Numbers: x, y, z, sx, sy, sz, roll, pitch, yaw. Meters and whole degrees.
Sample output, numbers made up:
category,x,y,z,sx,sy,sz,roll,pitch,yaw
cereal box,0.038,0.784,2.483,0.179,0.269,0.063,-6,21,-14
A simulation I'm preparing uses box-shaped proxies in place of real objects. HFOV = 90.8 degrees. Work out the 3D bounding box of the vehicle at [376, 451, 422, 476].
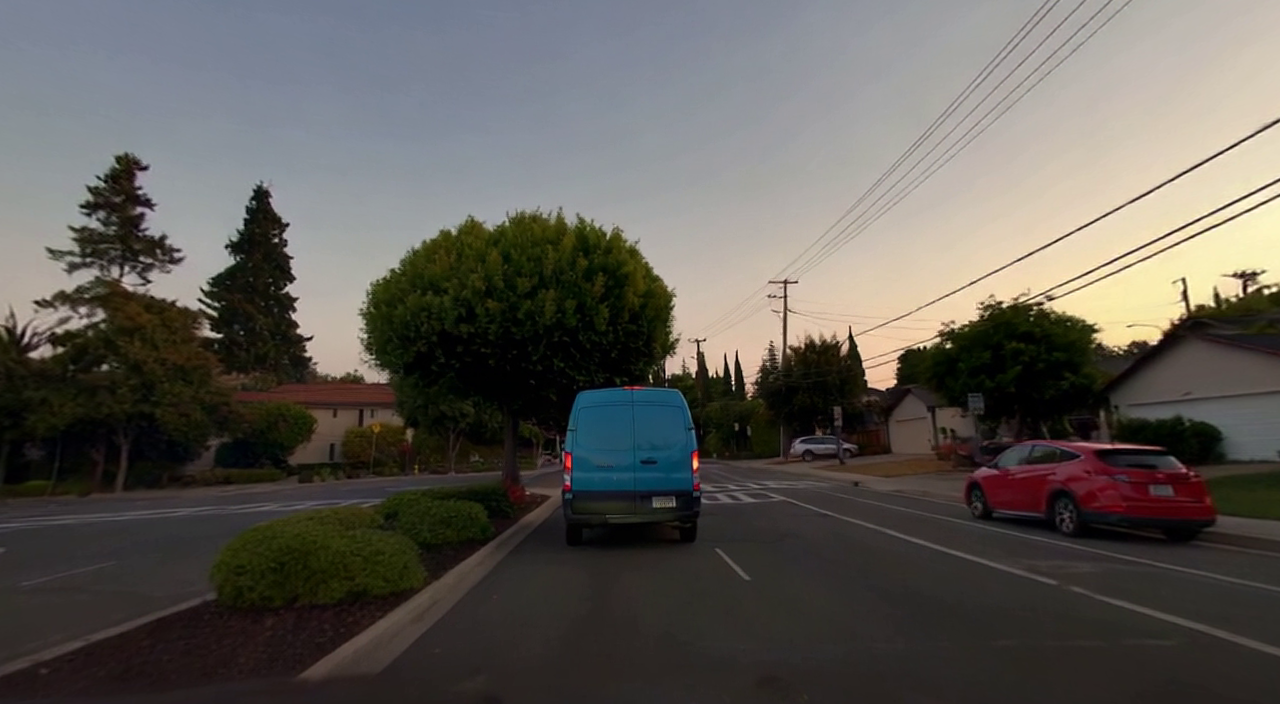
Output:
category,x,y,z,sx,sy,sz,roll,pitch,yaw
vehicle,-17.970,8.305,47.320,1.841,1.769,4.105,0,-9,-1

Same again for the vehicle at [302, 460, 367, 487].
category,x,y,z,sx,sy,sz,roll,pitch,yaw
vehicle,-18.392,7.292,38.250,1.816,1.445,4.120,0,-9,1

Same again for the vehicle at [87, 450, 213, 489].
category,x,y,z,sx,sy,sz,roll,pitch,yaw
vehicle,-26.885,6.459,34.802,5.026,2.017,2.215,0,-9,-1

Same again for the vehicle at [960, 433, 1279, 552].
category,x,y,z,sx,sy,sz,roll,pitch,yaw
vehicle,7.346,2.134,10.310,1.883,1.504,4.220,0,-9,-2

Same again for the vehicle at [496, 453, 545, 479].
category,x,y,z,sx,sy,sz,roll,pitch,yaw
vehicle,-7.252,6.973,38.845,1.962,1.481,4.434,-1,-9,2

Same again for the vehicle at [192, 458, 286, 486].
category,x,y,z,sx,sy,sz,roll,pitch,yaw
vehicle,-27.331,8.197,43.191,4.972,1.776,2.057,0,-9,-1

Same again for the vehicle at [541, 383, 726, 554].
category,x,y,z,sx,sy,sz,roll,pitch,yaw
vehicle,-0.234,1.828,10.491,2.342,2.142,4.809,0,-9,-4

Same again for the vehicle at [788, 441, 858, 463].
category,x,y,z,sx,sy,sz,roll,pitch,yaw
vehicle,13.106,7.189,45.421,4.483,1.463,1.805,0,-9,-1
